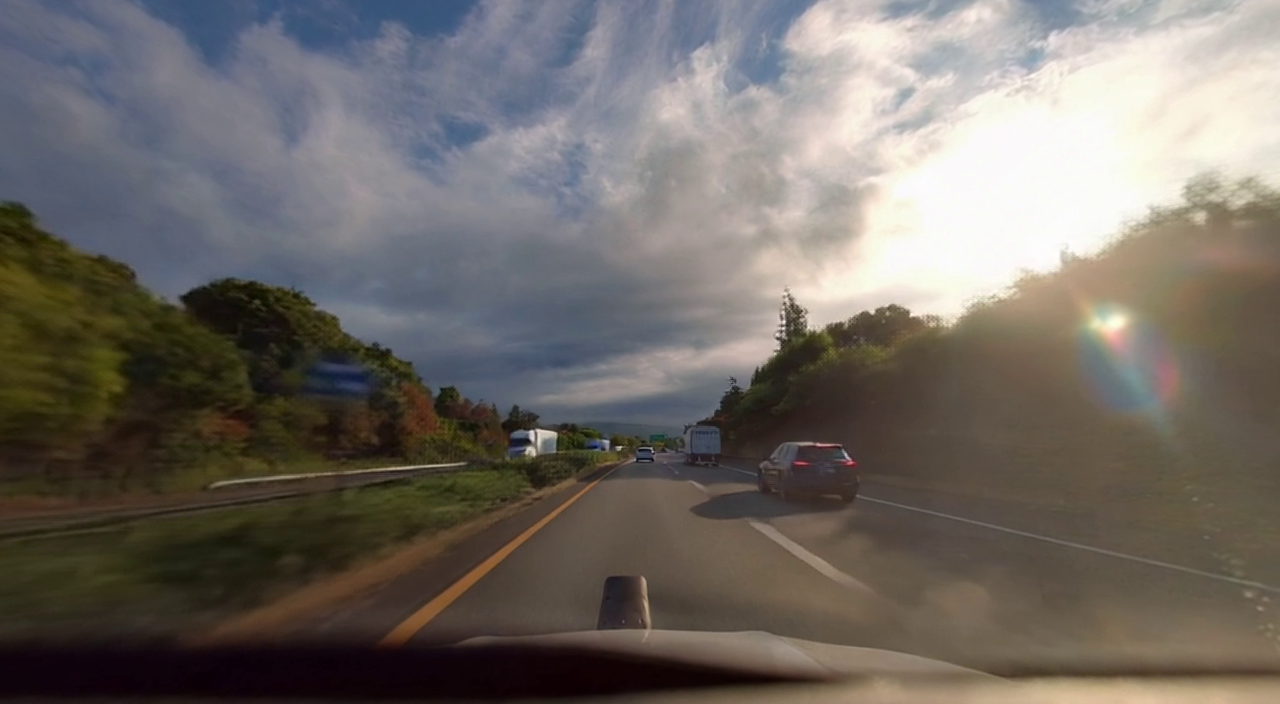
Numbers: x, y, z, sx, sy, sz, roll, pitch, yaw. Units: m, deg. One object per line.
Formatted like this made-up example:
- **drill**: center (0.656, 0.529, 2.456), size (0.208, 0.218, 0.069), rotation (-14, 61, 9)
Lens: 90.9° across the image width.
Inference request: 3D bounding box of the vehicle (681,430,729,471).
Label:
- **vehicle**: center (4.207, 6.484, 41.599), size (2.423, 2.517, 5.055), rotation (0, -9, -2)

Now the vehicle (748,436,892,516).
- **vehicle**: center (3.871, 2.735, 14.338), size (2.043, 1.542, 3.881), rotation (0, -9, -1)
